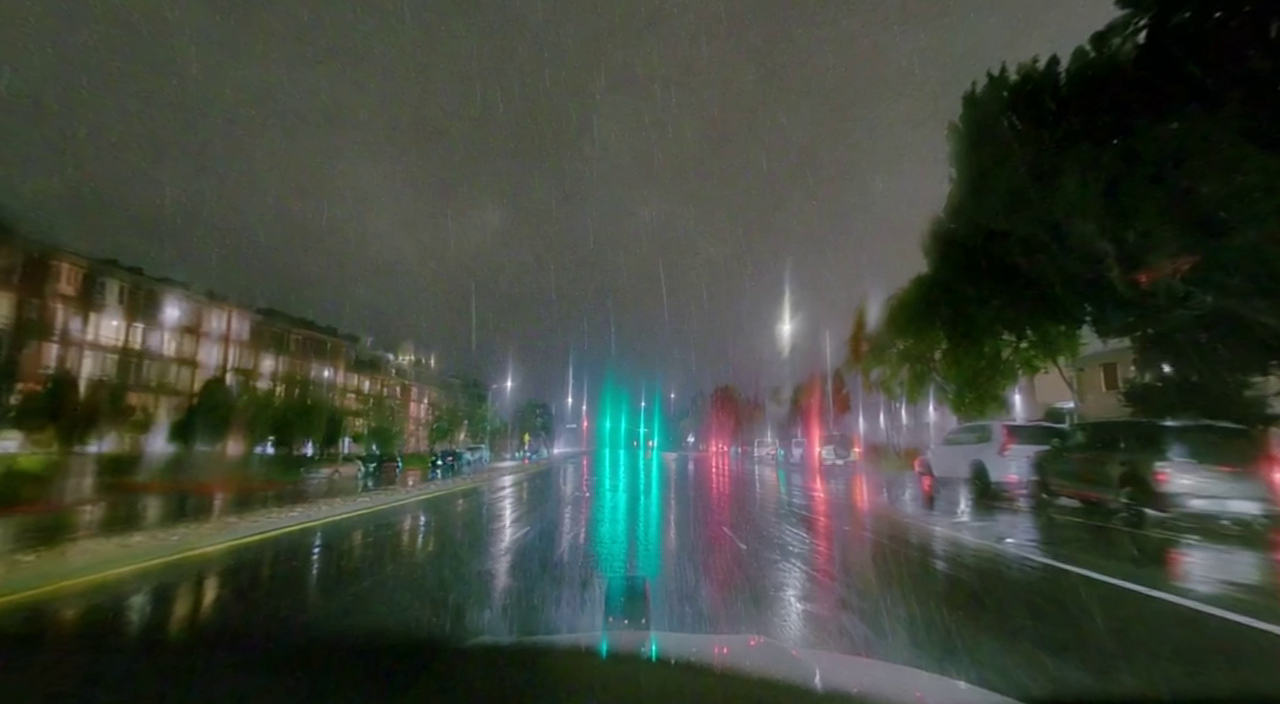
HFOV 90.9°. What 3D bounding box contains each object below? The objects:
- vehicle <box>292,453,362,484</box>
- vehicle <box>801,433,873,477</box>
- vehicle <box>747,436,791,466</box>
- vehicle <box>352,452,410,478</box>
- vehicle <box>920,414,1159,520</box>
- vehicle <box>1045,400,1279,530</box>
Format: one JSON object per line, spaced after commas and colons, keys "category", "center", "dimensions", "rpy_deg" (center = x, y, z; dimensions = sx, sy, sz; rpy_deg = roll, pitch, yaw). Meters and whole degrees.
{"category": "vehicle", "center": [-17.213, 6.398, 34.937], "dimensions": [1.879, 1.494, 4.227], "rpy_deg": [-1, -8, -3]}
{"category": "vehicle", "center": [9.869, 5.207, 32.101], "dimensions": [2.169, 2.043, 5.484], "rpy_deg": [0, -9, 3]}
{"category": "vehicle", "center": [10.032, 7.759, 49.588], "dimensions": [2.115, 2.151, 5.826], "rpy_deg": [1, -9, -1]}
{"category": "vehicle", "center": [-16.742, 7.303, 40.978], "dimensions": [1.868, 1.470, 4.652], "rpy_deg": [-1, -8, 0]}
{"category": "vehicle", "center": [9.199, 2.717, 15.374], "dimensions": [2.215, 2.068, 5.493], "rpy_deg": [0, -9, 0]}
{"category": "vehicle", "center": [10.488, 2.104, 12.060], "dimensions": [2.032, 1.936, 4.955], "rpy_deg": [1, -9, -2]}
